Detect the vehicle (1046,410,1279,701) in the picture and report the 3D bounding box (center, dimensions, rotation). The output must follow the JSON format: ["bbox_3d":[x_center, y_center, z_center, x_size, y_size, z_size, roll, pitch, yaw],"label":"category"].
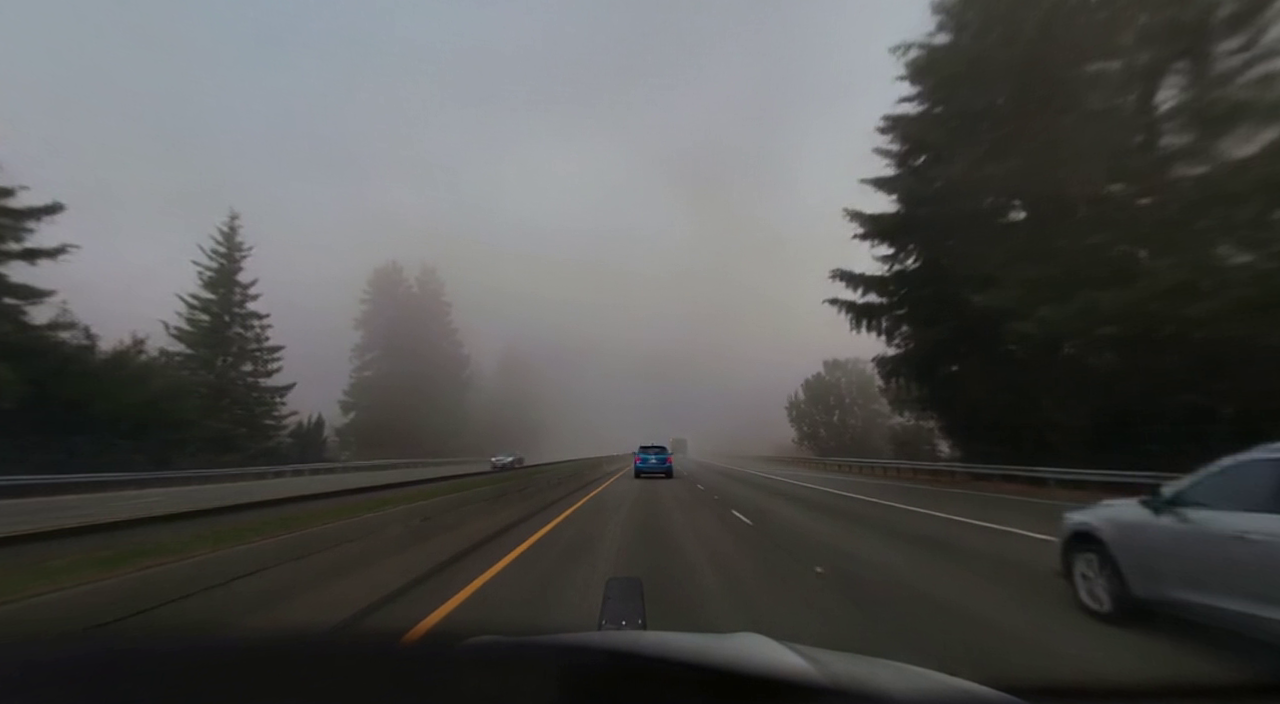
[{"bbox_3d":[4.242,0.989,2.858,1.864,1.489,4.379,0,-9,0],"label":"vehicle"}]

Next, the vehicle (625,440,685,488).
[{"bbox_3d":[0.576,4.405,25.063,2.190,1.706,4.062,0,-9,1],"label":"vehicle"}]
